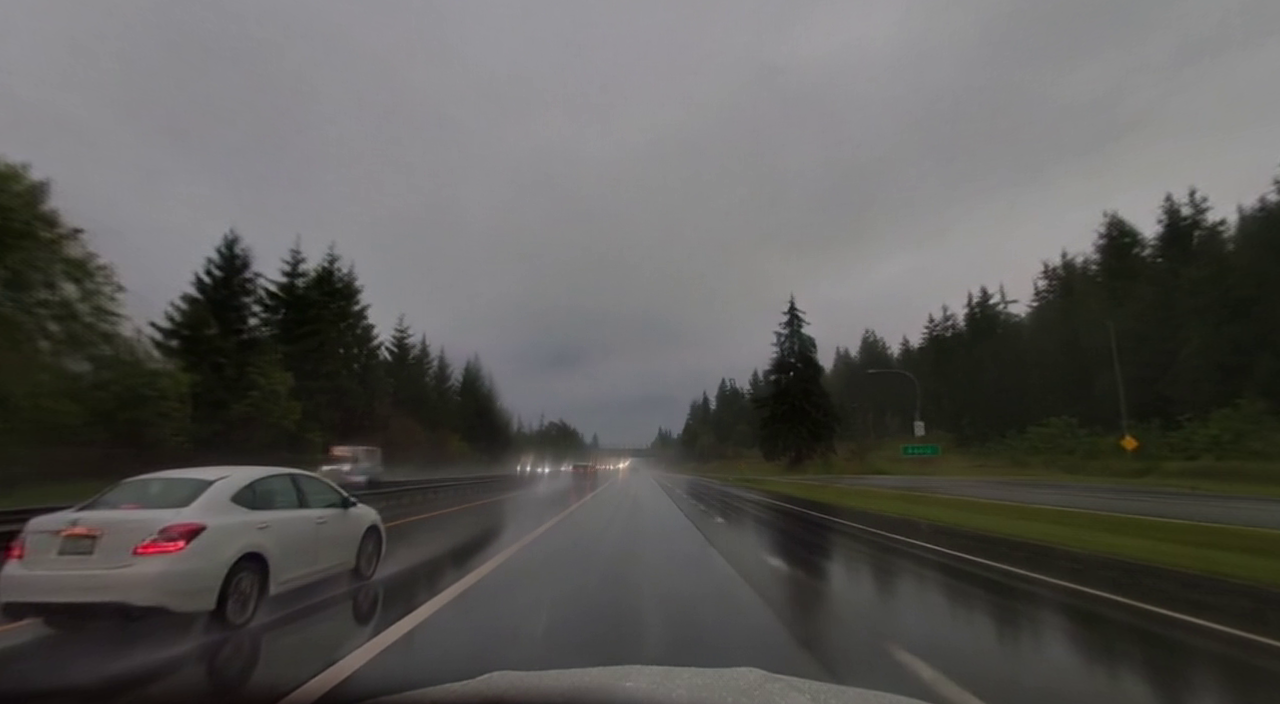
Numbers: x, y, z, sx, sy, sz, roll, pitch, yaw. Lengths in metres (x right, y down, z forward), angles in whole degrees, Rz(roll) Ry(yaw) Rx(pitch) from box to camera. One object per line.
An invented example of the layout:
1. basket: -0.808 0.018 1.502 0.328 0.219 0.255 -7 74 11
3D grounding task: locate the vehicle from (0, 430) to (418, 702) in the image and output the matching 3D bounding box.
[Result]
1. vehicle: -3.827 1.555 5.685 1.998 1.427 4.462 1 -11 0

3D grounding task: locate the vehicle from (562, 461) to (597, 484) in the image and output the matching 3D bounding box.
1. vehicle: -4.347 8.800 46.030 2.126 1.488 4.186 1 -11 -1
